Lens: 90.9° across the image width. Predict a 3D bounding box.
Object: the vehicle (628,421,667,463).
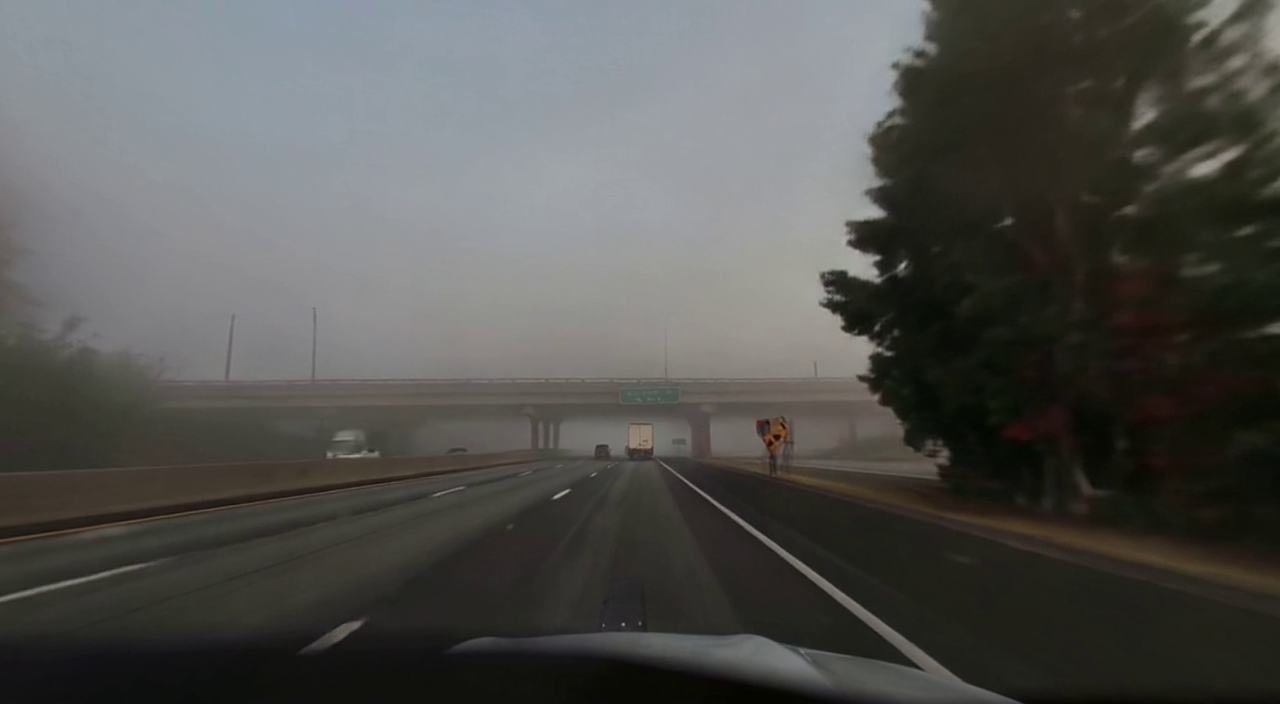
[{"bbox_3d":[0.475,7.165,49.901,2.790,3.075,7.414,0,-9,-2],"label":"vehicle"}]
